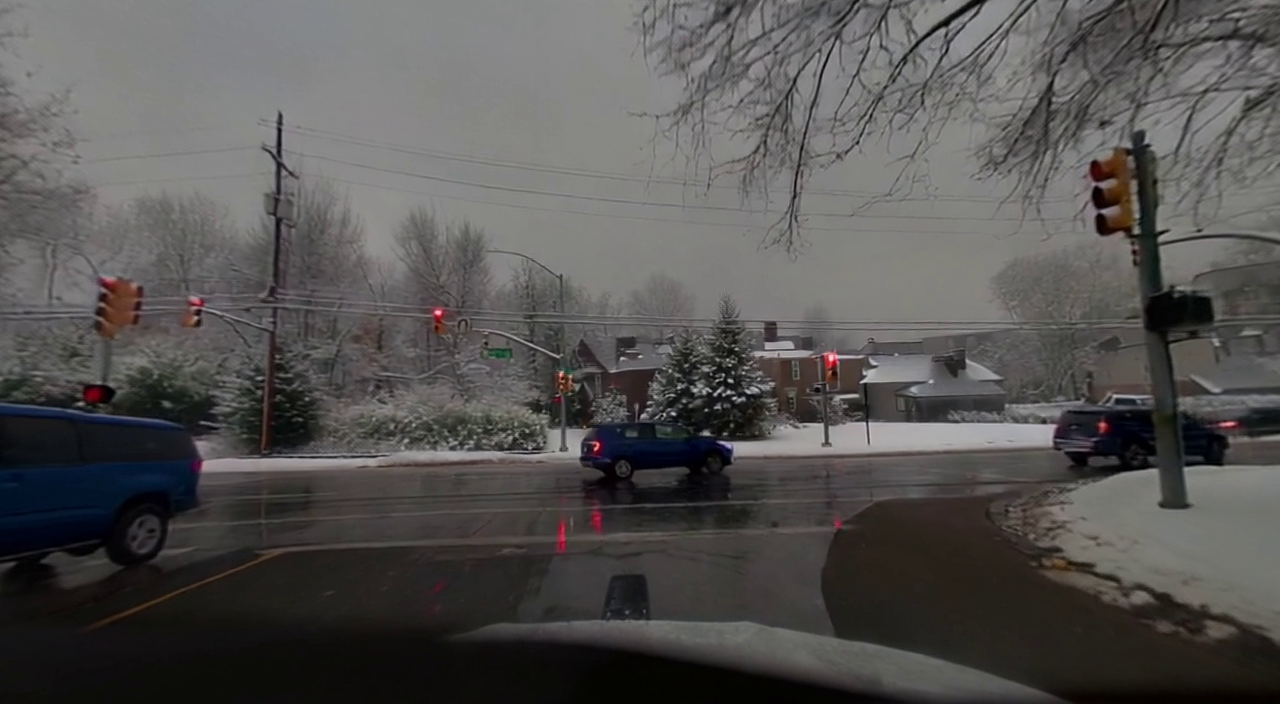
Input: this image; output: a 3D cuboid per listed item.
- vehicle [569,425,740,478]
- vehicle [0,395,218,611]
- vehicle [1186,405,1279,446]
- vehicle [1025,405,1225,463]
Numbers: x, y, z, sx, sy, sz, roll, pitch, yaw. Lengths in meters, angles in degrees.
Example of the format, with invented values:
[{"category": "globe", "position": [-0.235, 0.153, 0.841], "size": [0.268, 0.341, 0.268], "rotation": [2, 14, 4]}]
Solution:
[{"category": "vehicle", "position": [0.356, 2.893, 18.459], "size": [4.757, 1.442, 1.858], "rotation": [1, -9, -5]}, {"category": "vehicle", "position": [-6.135, 1.271, 5.447], "size": [1.928, 1.726, 4.704], "rotation": [1, -9, -4]}, {"category": "vehicle", "position": [28.604, 3.443, 29.193], "size": [4.966, 1.806, 2.007], "rotation": [1, -9, -7]}, {"category": "vehicle", "position": [14.857, 2.548, 19.475], "size": [4.636, 1.668, 1.935], "rotation": [1, -8, -4]}]
